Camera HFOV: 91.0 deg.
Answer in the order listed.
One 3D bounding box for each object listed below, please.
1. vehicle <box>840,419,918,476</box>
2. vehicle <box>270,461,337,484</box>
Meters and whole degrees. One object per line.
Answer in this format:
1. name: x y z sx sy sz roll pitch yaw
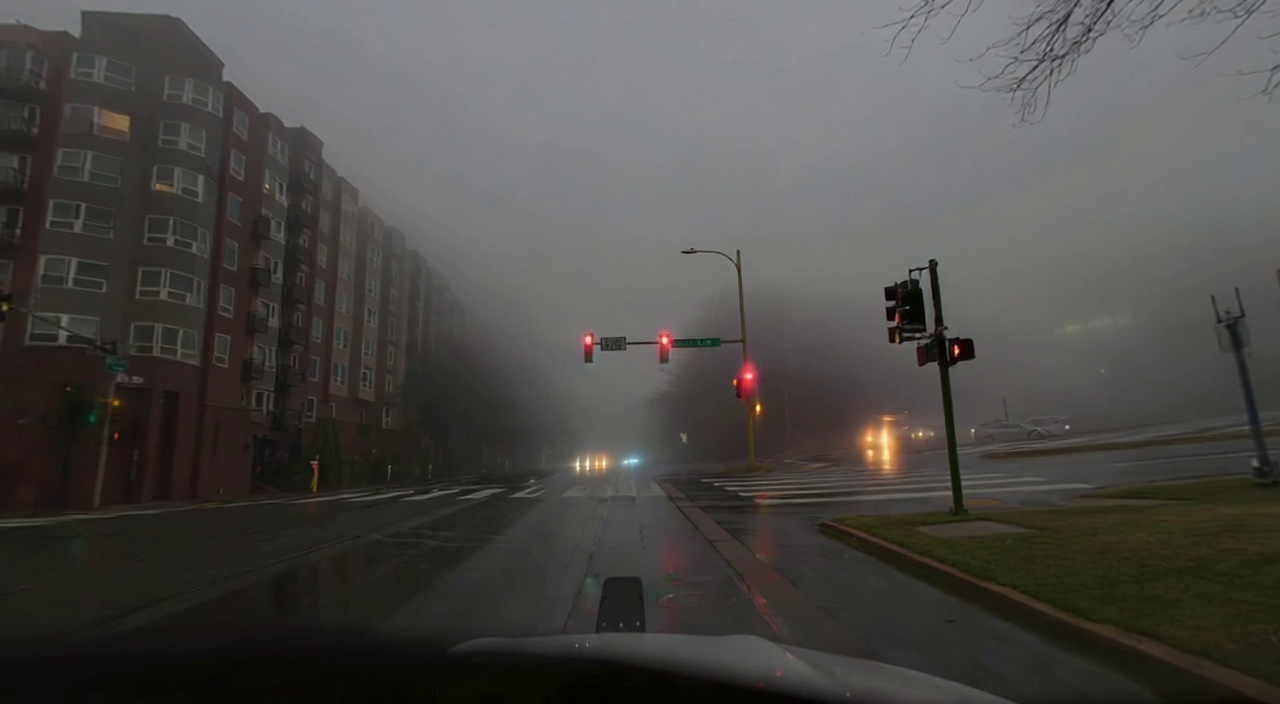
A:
1. vehicle: 14.085 5.710 37.687 2.948 3.071 7.295 -2 -9 10
2. vehicle: -24.683 8.842 46.284 3.882 1.600 1.768 0 -9 2
